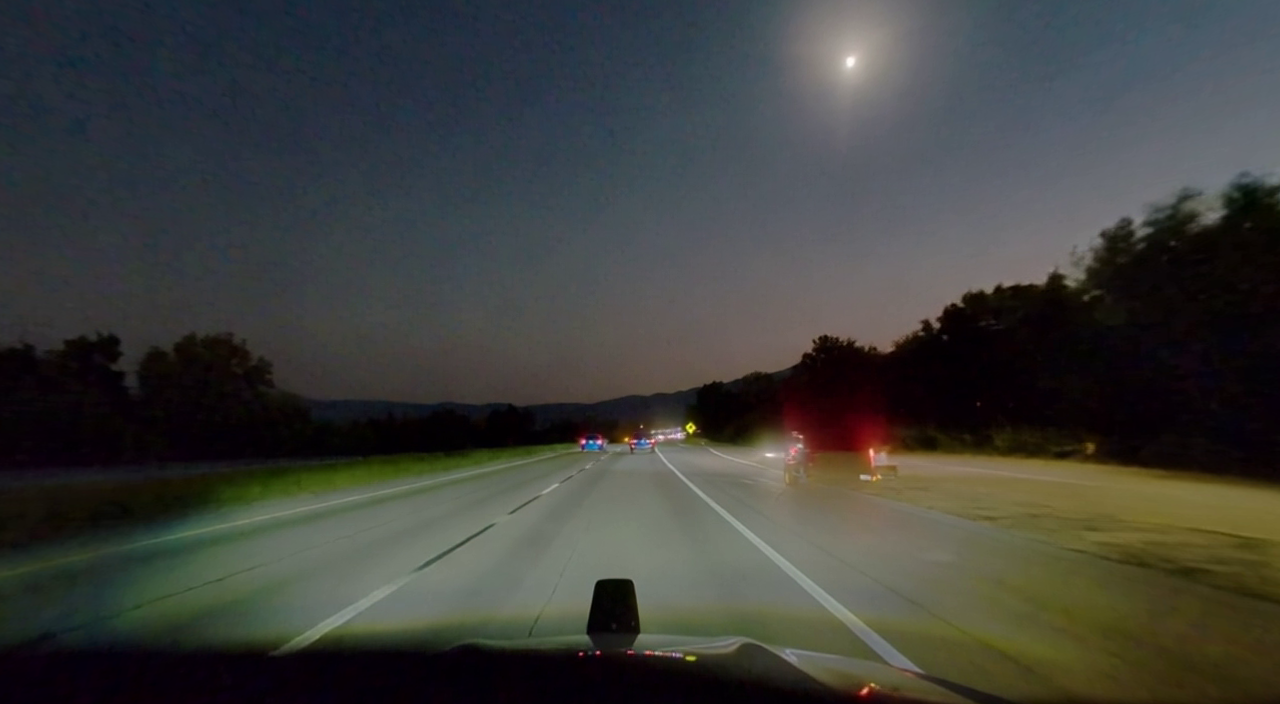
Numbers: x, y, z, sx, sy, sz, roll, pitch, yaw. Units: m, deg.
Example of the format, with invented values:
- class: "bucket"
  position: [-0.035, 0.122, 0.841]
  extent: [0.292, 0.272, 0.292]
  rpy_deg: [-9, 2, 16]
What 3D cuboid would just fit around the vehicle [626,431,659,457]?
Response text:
- class: "vehicle"
  position: [0.106, 5.970, 41.084]
  extent: [2.041, 1.618, 3.898]
  rpy_deg: [0, -8, -1]
